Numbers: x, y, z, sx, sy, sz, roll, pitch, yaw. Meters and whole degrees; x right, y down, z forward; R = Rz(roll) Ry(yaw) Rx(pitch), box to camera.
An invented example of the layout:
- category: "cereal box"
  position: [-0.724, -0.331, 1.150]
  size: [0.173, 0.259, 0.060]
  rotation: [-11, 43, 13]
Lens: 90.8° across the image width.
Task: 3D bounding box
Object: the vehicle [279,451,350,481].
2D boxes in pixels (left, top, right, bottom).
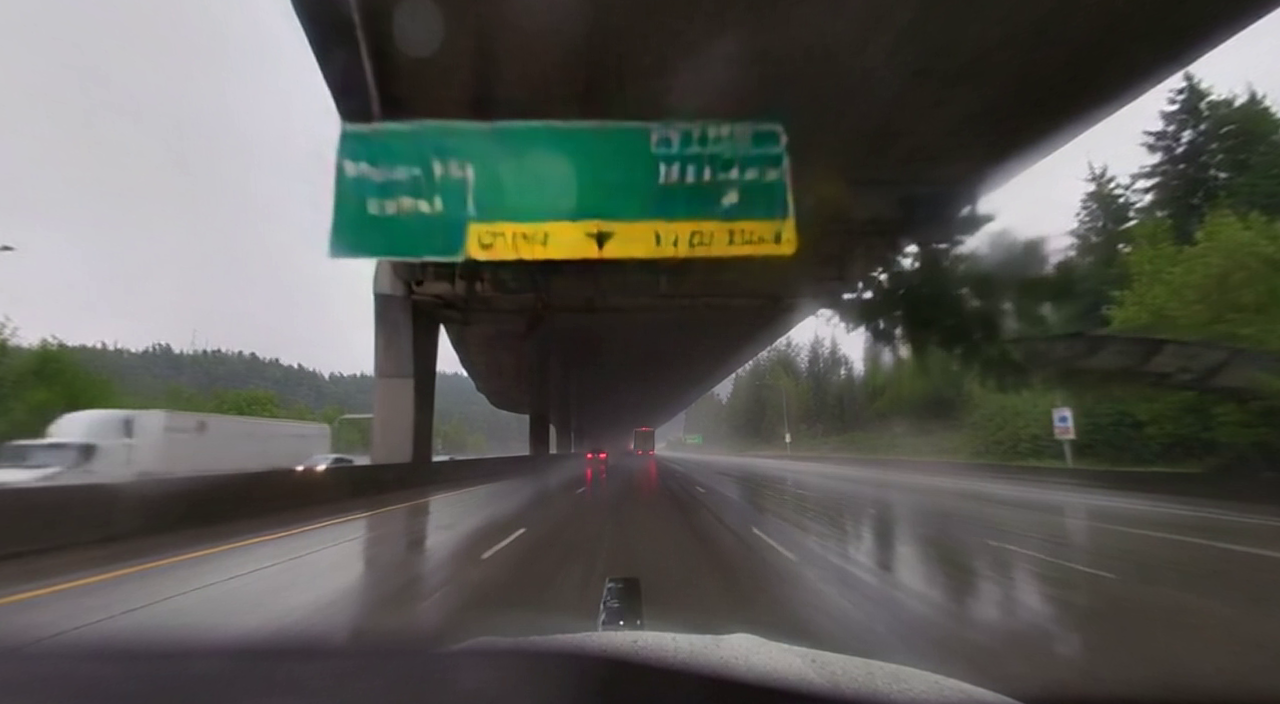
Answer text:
- category: "vehicle"
  position: [-19.158, 6.687, 37.343]
  size: [1.955, 1.634, 4.185]
  rotation: [0, -9, 0]

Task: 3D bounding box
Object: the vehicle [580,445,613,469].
- category: "vehicle"
  position: [-3.267, 8.018, 48.377]
  size: [2.160, 1.724, 4.997]
  rotation: [0, -9, 0]

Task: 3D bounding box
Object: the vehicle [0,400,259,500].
- category: "vehicle"
  position: [-23.659, 4.733, 30.628]
  size: [3.453, 3.942, 10.998]
  rotation: [0, -9, 0]
